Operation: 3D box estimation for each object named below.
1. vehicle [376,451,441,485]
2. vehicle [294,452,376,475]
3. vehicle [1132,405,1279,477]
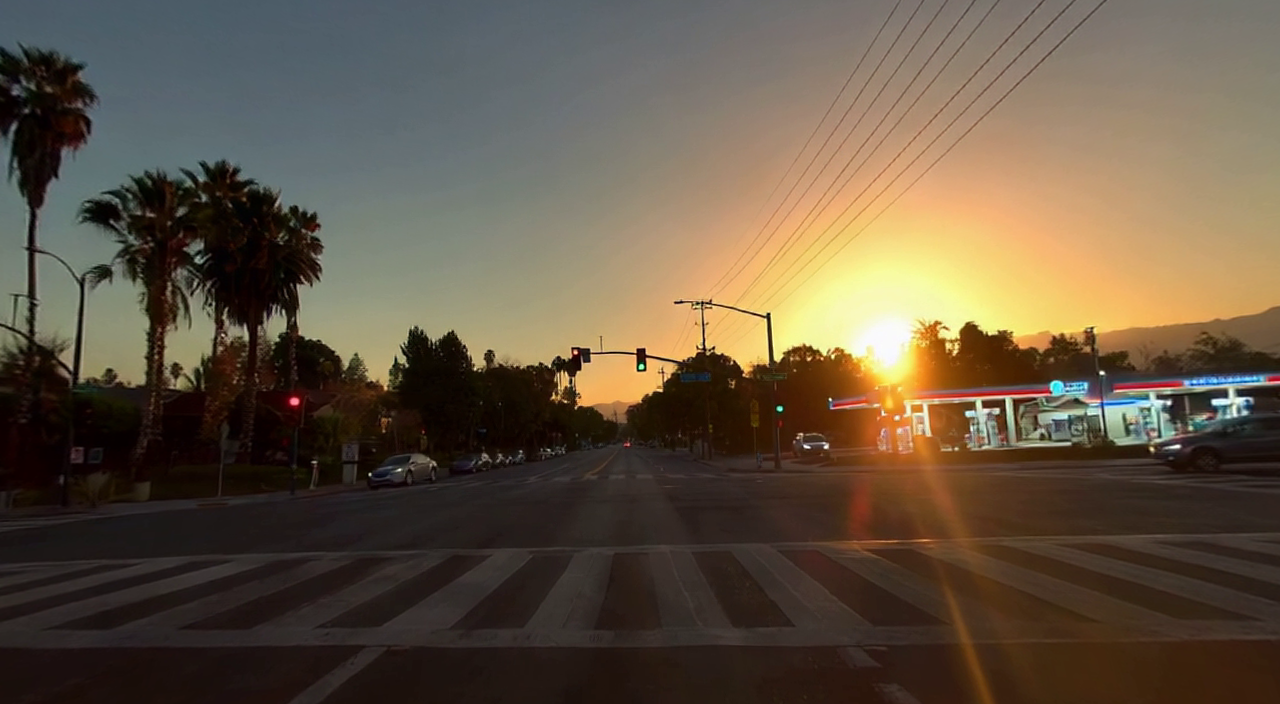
[{"bbox_3d":[-13.035,6.551,35.950,2.009,1.777,4.559,0,-9,-1],"label":"vehicle"},{"bbox_3d":[-20.951,7.683,43.510,4.672,1.469,1.816,0,-9,-2],"label":"vehicle"},{"bbox_3d":[16.783,2.436,17.279,5.086,1.817,1.952,0,-9,-4],"label":"vehicle"}]
